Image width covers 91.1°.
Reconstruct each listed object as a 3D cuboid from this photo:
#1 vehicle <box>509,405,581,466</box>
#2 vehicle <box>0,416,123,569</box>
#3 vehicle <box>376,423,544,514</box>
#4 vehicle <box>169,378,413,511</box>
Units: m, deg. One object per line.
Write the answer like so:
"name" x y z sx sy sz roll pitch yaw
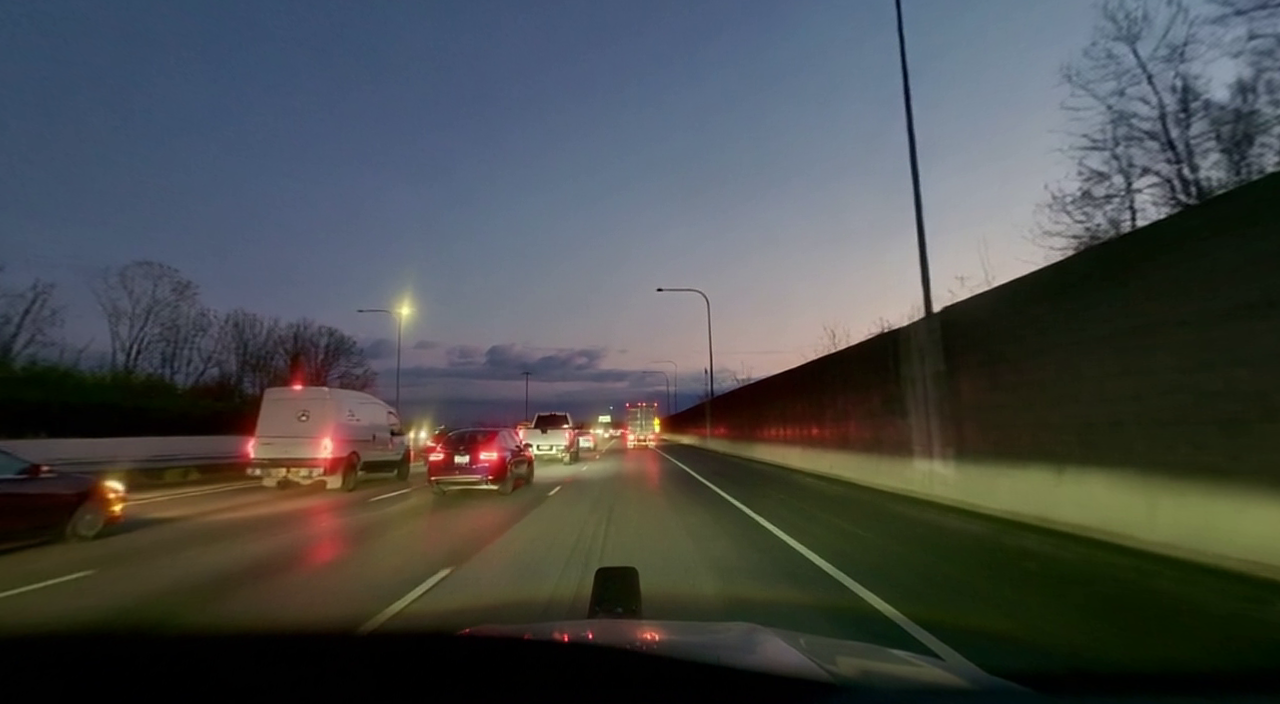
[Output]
"vehicle" -4.185 3.806 28.678 2.427 2.514 5.159 0 -8 0
"vehicle" -7.497 1.357 5.857 1.957 1.545 3.971 0 -8 0
"vehicle" -3.299 2.207 12.516 2.089 1.485 4.153 0 -8 0
"vehicle" -7.488 2.084 14.556 2.386 2.435 5.831 0 -8 -1
